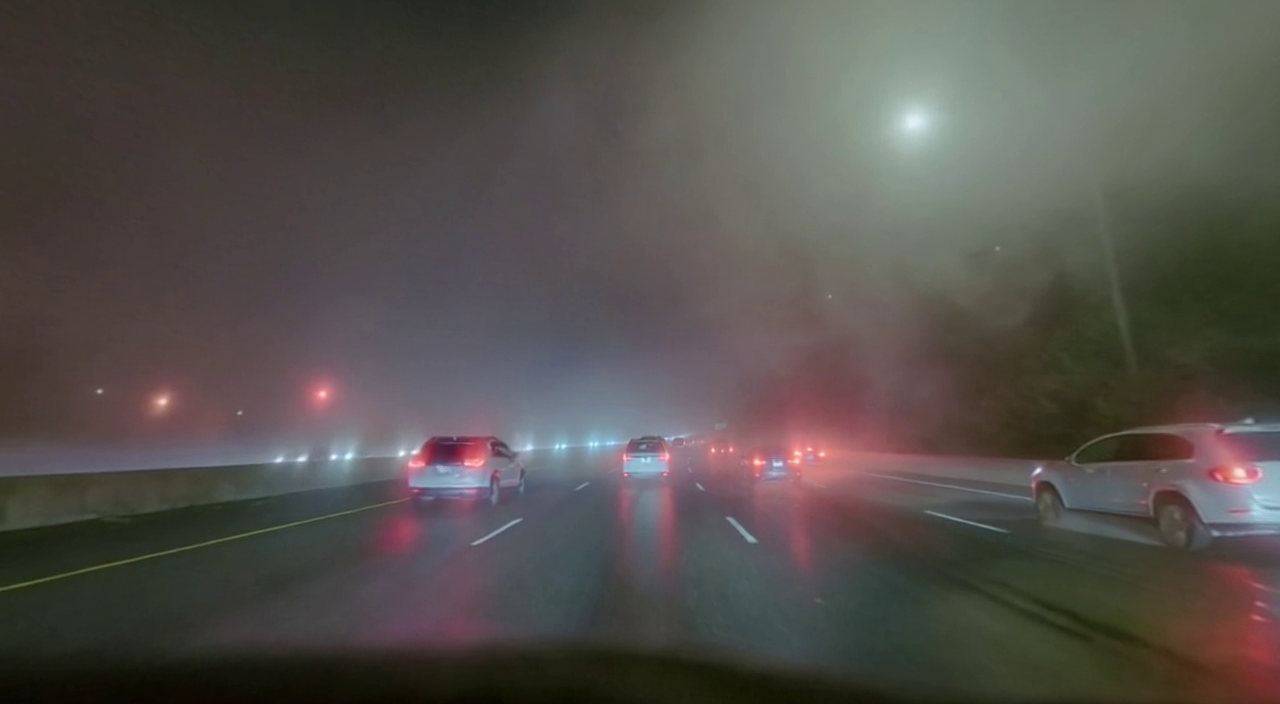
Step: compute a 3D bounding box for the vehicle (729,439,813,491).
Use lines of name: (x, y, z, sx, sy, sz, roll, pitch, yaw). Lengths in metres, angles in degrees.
vehicle: (4.216, 3.697, 21.011, 1.999, 1.514, 4.338, 0, -9, 2)

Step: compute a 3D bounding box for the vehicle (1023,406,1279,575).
vehicle: (7.390, 1.653, 8.015, 2.028, 1.657, 4.823, 0, -9, 1)

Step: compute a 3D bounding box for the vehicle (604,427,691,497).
vehicle: (0.265, 3.081, 17.966, 2.181, 1.728, 3.970, 0, -9, 2)

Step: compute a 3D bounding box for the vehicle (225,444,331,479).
vehicle: (-20.192, 6.125, 35.498, 2.216, 1.736, 5.773, 0, -9, 4)

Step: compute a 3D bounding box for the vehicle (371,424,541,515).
vehicle: (-3.737, 2.502, 13.866, 2.128, 1.627, 4.697, 0, -9, 3)
